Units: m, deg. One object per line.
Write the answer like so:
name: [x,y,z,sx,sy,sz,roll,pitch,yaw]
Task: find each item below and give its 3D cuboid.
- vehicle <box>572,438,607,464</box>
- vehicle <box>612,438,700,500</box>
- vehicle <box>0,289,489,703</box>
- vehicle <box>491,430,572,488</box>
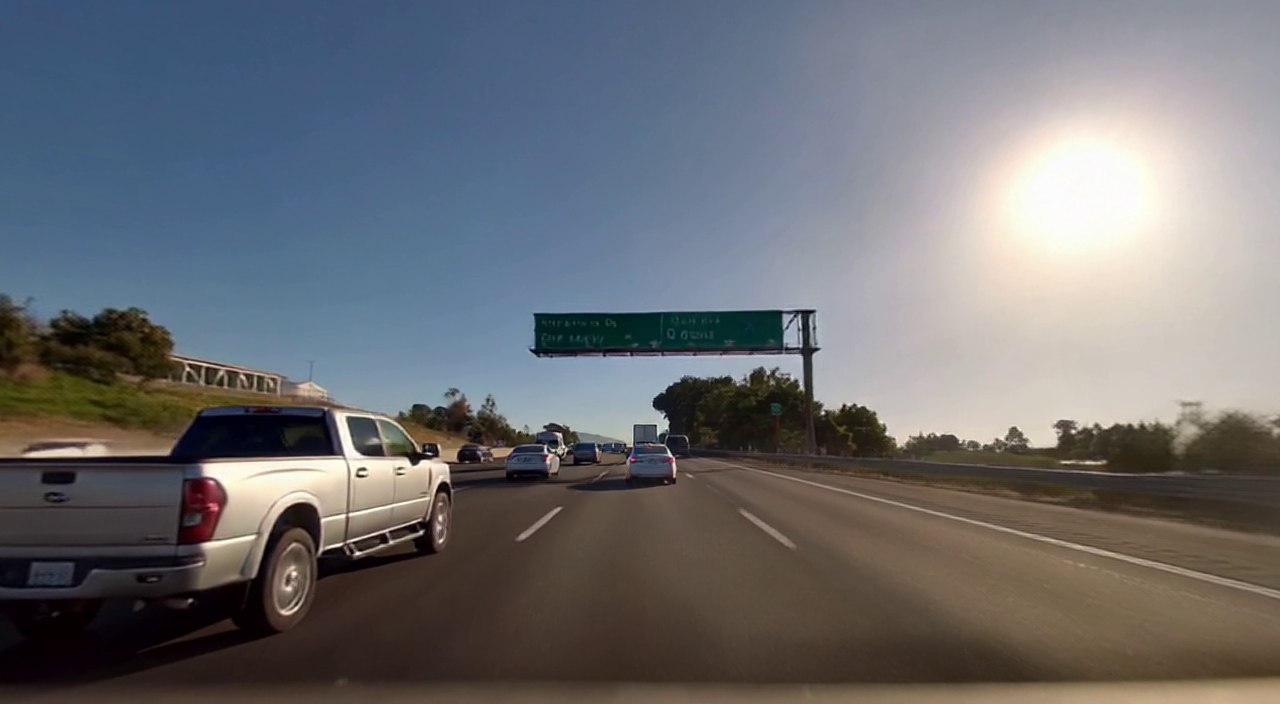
vehicle: [-3.345,6.641,42.435,1.897,1.646,4.049,0,-8,1]
vehicle: [0.368,3.052,16.884,2.054,1.421,4.090,0,-8,0]
vehicle: [-3.343,1.145,5.908,2.269,2.060,5.933,0,-8,1]
vehicle: [-3.516,3.549,21.250,1.903,1.721,4.210,0,-8,1]
